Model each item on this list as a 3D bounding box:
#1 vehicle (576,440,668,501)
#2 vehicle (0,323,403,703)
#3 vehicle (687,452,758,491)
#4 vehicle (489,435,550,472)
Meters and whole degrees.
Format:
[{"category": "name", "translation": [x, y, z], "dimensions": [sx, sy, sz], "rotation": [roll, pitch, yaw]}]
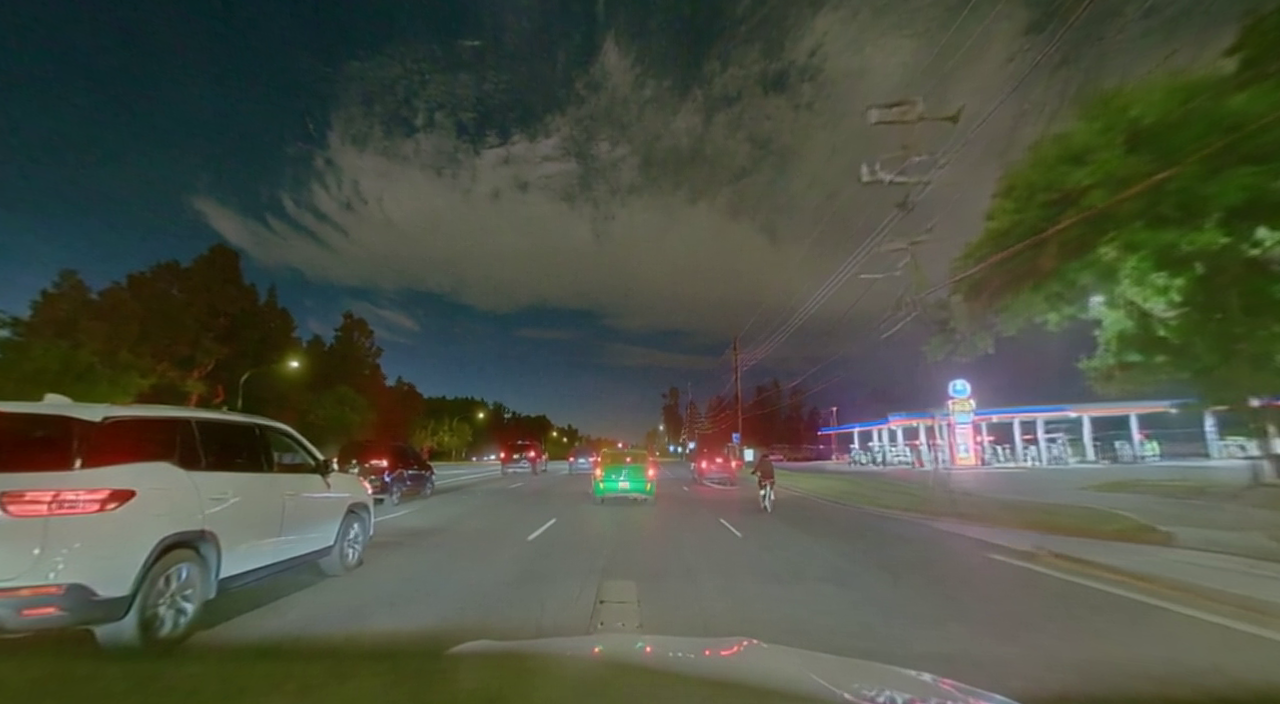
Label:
[{"category": "vehicle", "translation": [-0.428, 3.130, 17.163], "dimensions": [2.189, 1.437, 4.135], "rotation": [0, -8, 0]}, {"category": "vehicle", "translation": [-3.438, 0.980, 4.209], "dimensions": [1.922, 1.642, 4.547], "rotation": [0, -8, 0]}, {"category": "vehicle", "translation": [3.043, 4.556, 24.391], "dimensions": [2.065, 1.302, 4.416], "rotation": [0, -8, -1]}, {"category": "vehicle", "translation": [-6.710, 5.731, 35.826], "dimensions": [2.385, 1.918, 5.056], "rotation": [0, -8, 0]}]
